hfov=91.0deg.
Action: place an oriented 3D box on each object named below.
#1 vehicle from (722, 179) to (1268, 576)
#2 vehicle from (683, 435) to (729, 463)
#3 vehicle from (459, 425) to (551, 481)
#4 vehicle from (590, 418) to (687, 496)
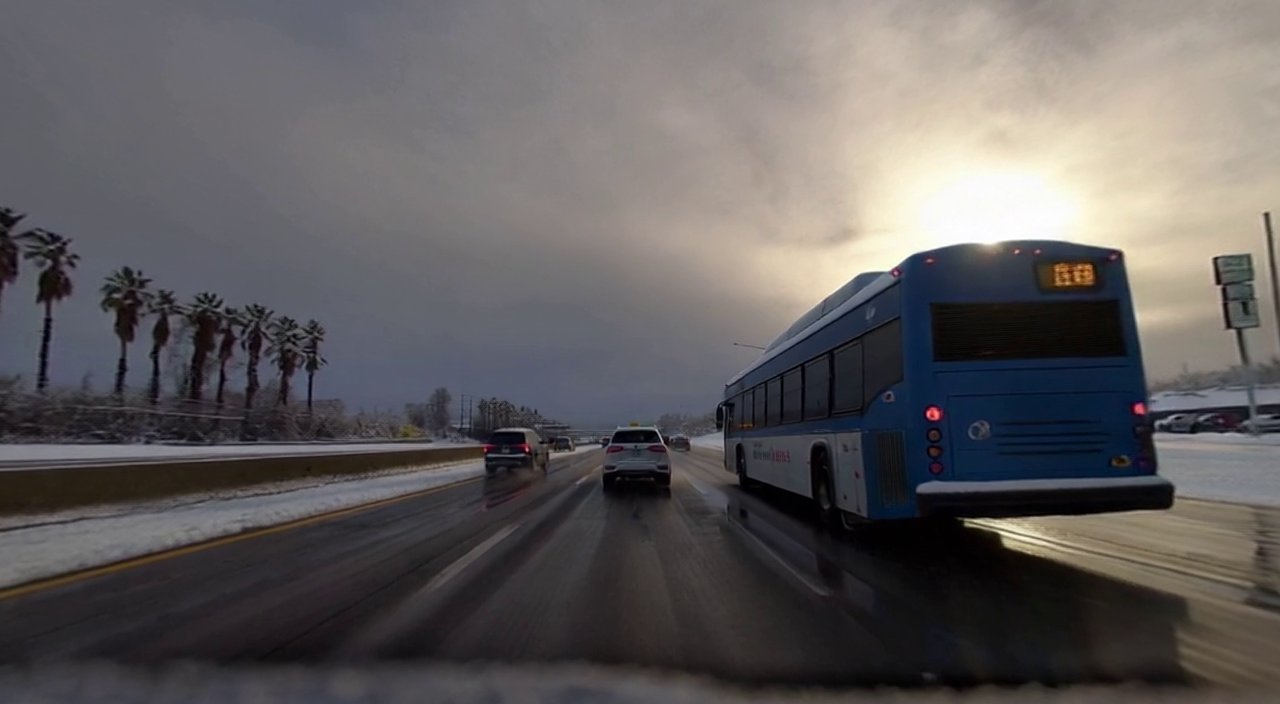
[{"bbox_3d":[4.030,1.194,12.810,3.020,3.622,14.302,0,-8,1],"label":"vehicle"},{"bbox_3d":[3.702,5.562,36.139,2.039,1.516,4.521,0,-8,-2],"label":"vehicle"},{"bbox_3d":[-4.594,3.531,22.215,2.100,1.765,4.743,0,-8,1],"label":"vehicle"},{"bbox_3d":[0.008,2.777,16.940,2.268,1.796,4.280,0,-8,1],"label":"vehicle"}]
